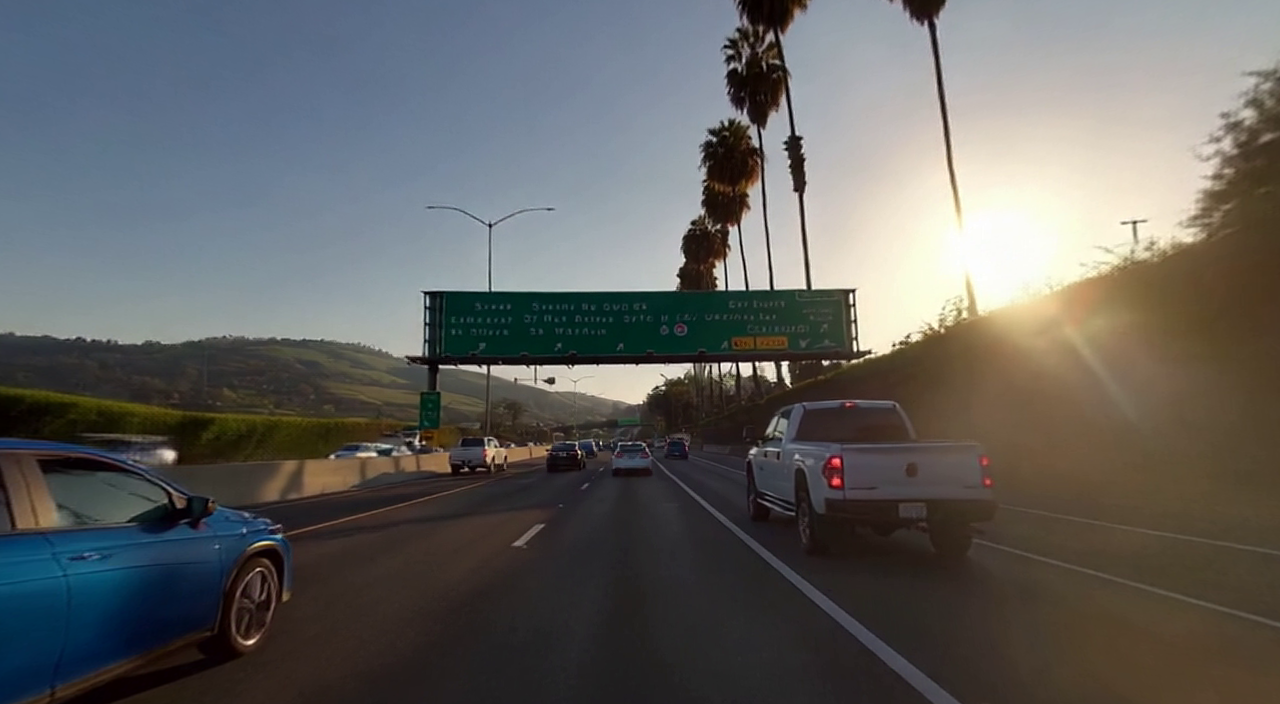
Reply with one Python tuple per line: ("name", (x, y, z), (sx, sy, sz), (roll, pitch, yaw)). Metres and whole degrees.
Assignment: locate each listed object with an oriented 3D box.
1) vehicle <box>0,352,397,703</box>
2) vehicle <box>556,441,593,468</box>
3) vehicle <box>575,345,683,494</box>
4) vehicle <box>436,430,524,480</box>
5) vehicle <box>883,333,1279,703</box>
("vehicle", (-3.212, 1.075, 3.767), (1.885, 1.654, 4.103), (0, -9, 0))
("vehicle", (-3.883, 6.170, 38.132), (1.874, 1.475, 4.328), (0, -9, -1))
("vehicle", (-0.207, 2.614, 22.511), (2.906, 4.040, 10.743), (0, -9, 1))
("vehicle", (-6.863, 4.491, 27.865), (2.344, 1.954, 5.579), (0, -9, 1))
("vehicle", (3.169, 0.803, 3.267), (1.859, 1.416, 4.695), (0, -9, -1))
